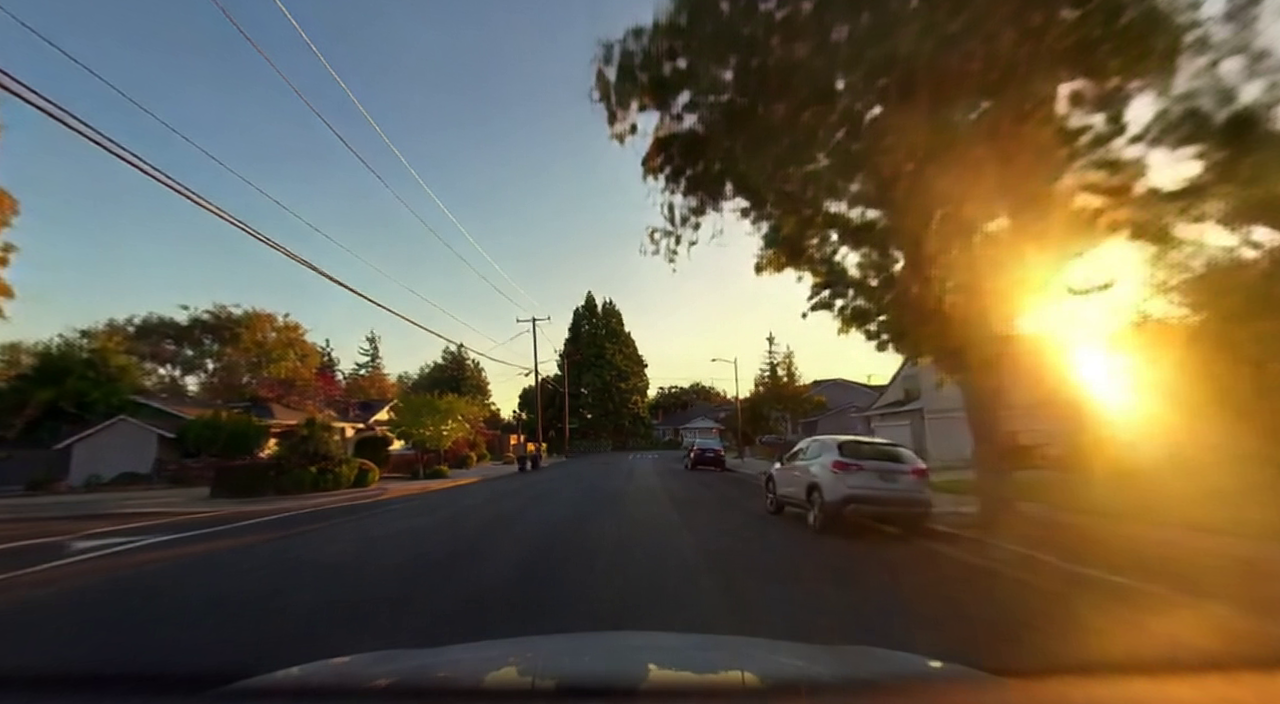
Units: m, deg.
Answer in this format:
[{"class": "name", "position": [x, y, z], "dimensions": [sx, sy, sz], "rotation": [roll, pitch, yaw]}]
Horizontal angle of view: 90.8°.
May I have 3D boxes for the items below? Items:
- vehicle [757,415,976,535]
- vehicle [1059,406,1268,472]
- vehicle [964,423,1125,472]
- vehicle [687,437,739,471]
[{"class": "vehicle", "position": [3.735, 2.132, 11.544], "dimensions": [2.134, 1.720, 4.515], "rotation": [0, -8, -3]}, {"class": "vehicle", "position": [15.374, 2.575, 18.777], "dimensions": [4.283, 1.660, 2.035], "rotation": [-2, -7, 1]}, {"class": "vehicle", "position": [13.771, 3.274, 21.703], "dimensions": [4.116, 1.435, 1.920], "rotation": [-3, -8, 1]}, {"class": "vehicle", "position": [3.572, 5.097, 31.720], "dimensions": [2.012, 1.531, 4.557], "rotation": [0, -8, -1]}]
